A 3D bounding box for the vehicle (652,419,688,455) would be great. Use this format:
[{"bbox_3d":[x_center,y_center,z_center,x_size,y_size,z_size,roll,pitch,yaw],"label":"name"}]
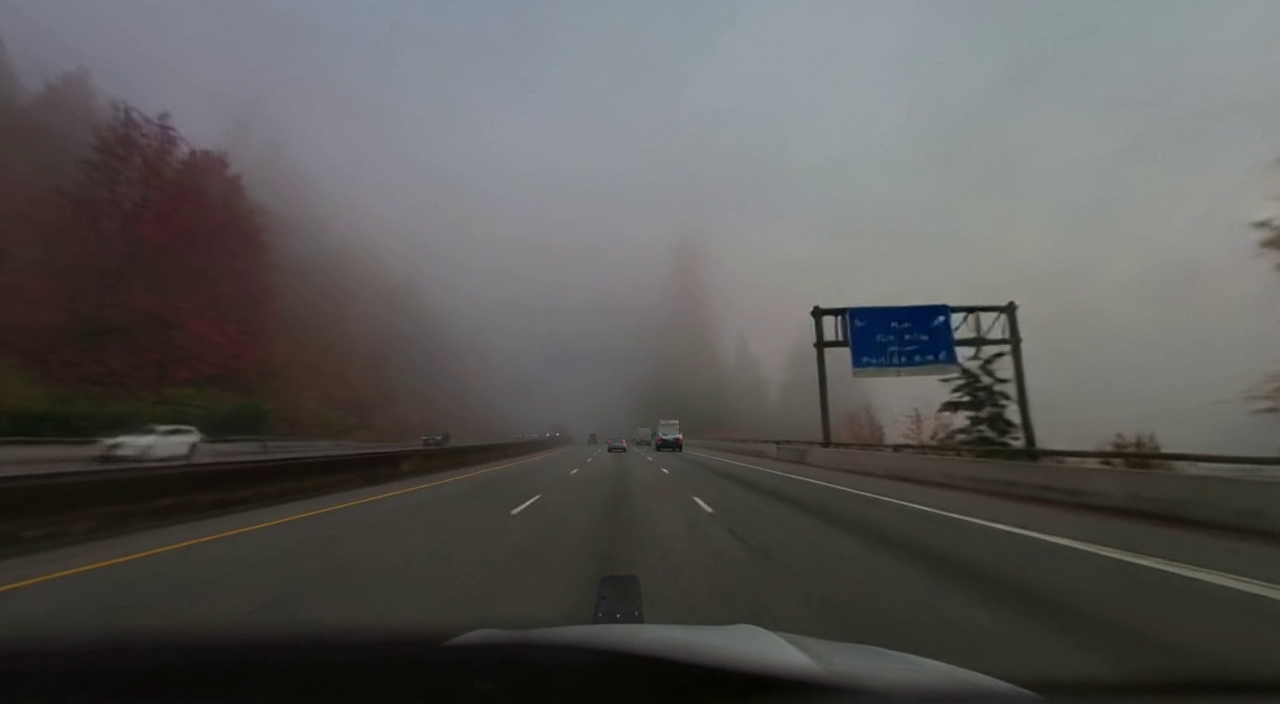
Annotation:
[{"bbox_3d":[2.224,6.647,48.967,2.411,2.614,5.781,0,-8,-1],"label":"vehicle"}]
